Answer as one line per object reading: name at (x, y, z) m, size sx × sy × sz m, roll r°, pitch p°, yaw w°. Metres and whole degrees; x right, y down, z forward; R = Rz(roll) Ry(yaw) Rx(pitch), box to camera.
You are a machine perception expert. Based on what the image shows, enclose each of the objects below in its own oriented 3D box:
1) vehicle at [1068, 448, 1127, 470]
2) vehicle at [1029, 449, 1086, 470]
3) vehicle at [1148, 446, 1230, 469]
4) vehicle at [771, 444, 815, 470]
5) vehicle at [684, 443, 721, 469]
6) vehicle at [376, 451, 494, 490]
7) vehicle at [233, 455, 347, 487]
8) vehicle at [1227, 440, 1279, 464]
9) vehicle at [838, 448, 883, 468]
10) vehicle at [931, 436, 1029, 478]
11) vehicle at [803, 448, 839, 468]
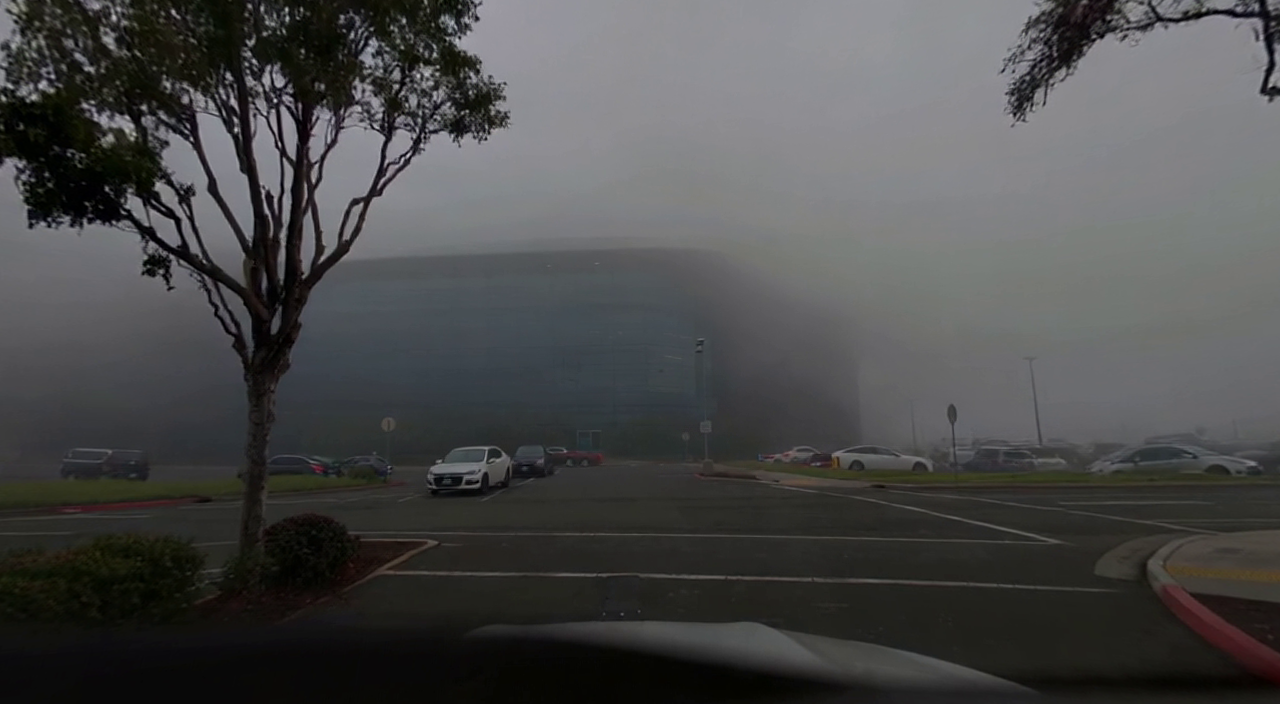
vehicle at (31.293, 7.307, 43.273) m, size 1.519 × 1.371 × 3.278 m, roll 0°, pitch -8°, yaw -1°
vehicle at (28.304, 7.285, 42.900) m, size 1.495 × 1.371 × 3.336 m, roll 0°, pitch -9°, yaw 0°
vehicle at (37.011, 7.118, 42.764) m, size 1.678 × 1.423 × 4.191 m, roll 0°, pitch -8°, yaw -2°
vehicle at (10.527, 7.201, 43.696) m, size 1.936 × 1.673 × 4.305 m, roll 0°, pitch -8°, yaw 0°
vehicle at (4.605, 7.745, 47.301) m, size 2.262 × 1.794 × 5.331 m, roll 0°, pitch -8°, yaw 1°
vehicle at (-8.702, 4.978, 26.905) m, size 4.442 × 1.504 × 1.809 m, roll 4°, pitch -10°, yaw -28°
vehicle at (-16.739, 5.695, 30.361) m, size 4.331 × 1.437 × 1.876 m, roll 0°, pitch -8°, yaw 3°
vehicle at (43.061, 6.818, 43.090) m, size 1.758 × 1.572 × 4.421 m, roll 0°, pitch -8°, yaw 1°
vehicle at (17.055, 8.221, 49.080) m, size 1.971 × 1.478 × 4.477 m, roll 0°, pitch -8°, yaw 1°
vehicle at (16.475, 5.094, 30.977) m, size 2.048 × 1.852 × 4.998 m, roll 0°, pitch -9°, yaw 1°
vehicle at (14.199, 8.300, 49.648) m, size 1.935 × 1.477 × 3.719 m, roll 0°, pitch -8°, yaw 4°
